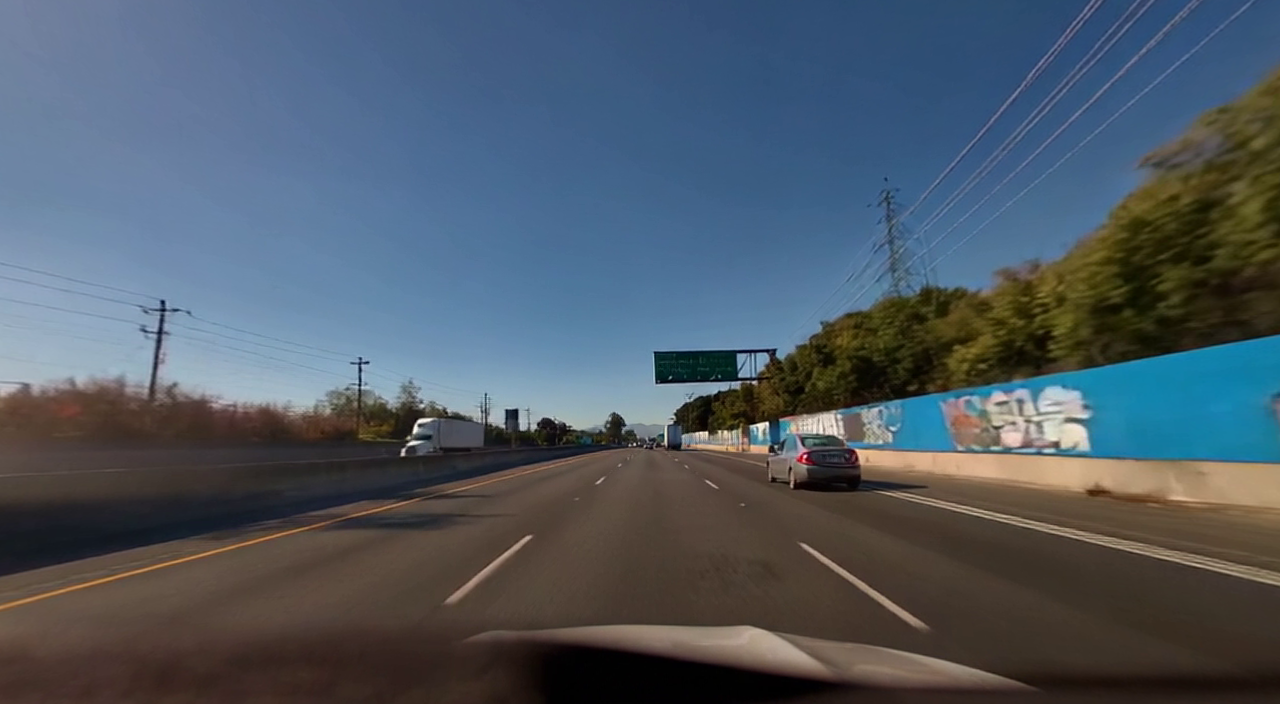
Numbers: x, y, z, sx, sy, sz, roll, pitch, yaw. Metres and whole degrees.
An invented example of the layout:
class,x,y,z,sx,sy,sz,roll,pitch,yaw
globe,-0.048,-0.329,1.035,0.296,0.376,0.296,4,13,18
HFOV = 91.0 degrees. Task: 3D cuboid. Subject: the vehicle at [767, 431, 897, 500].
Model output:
class,x,y,z,sx,sy,sz,roll,pitch,yaw
vehicle,4.651,2.792,15.913,1.991,1.494,3.951,0,-8,0
